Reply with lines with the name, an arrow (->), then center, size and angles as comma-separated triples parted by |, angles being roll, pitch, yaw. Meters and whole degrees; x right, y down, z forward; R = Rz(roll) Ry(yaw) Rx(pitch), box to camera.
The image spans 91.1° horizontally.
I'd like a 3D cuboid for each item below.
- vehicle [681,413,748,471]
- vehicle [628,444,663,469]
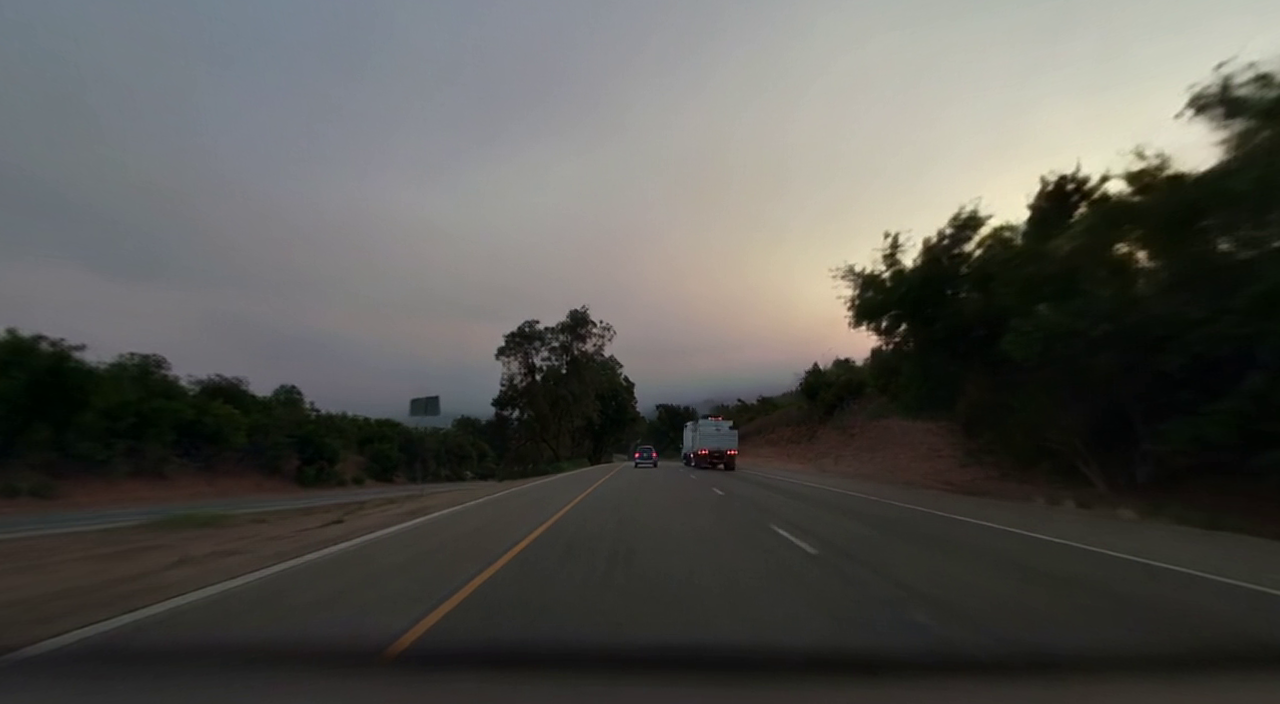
vehicle -> 4.399, 5.593, 38.911 | 3.015, 3.211, 7.982 | 0, -8, -1
vehicle -> 0.360, 6.680, 40.368 | 2.170, 1.544, 4.373 | 0, -8, 1
